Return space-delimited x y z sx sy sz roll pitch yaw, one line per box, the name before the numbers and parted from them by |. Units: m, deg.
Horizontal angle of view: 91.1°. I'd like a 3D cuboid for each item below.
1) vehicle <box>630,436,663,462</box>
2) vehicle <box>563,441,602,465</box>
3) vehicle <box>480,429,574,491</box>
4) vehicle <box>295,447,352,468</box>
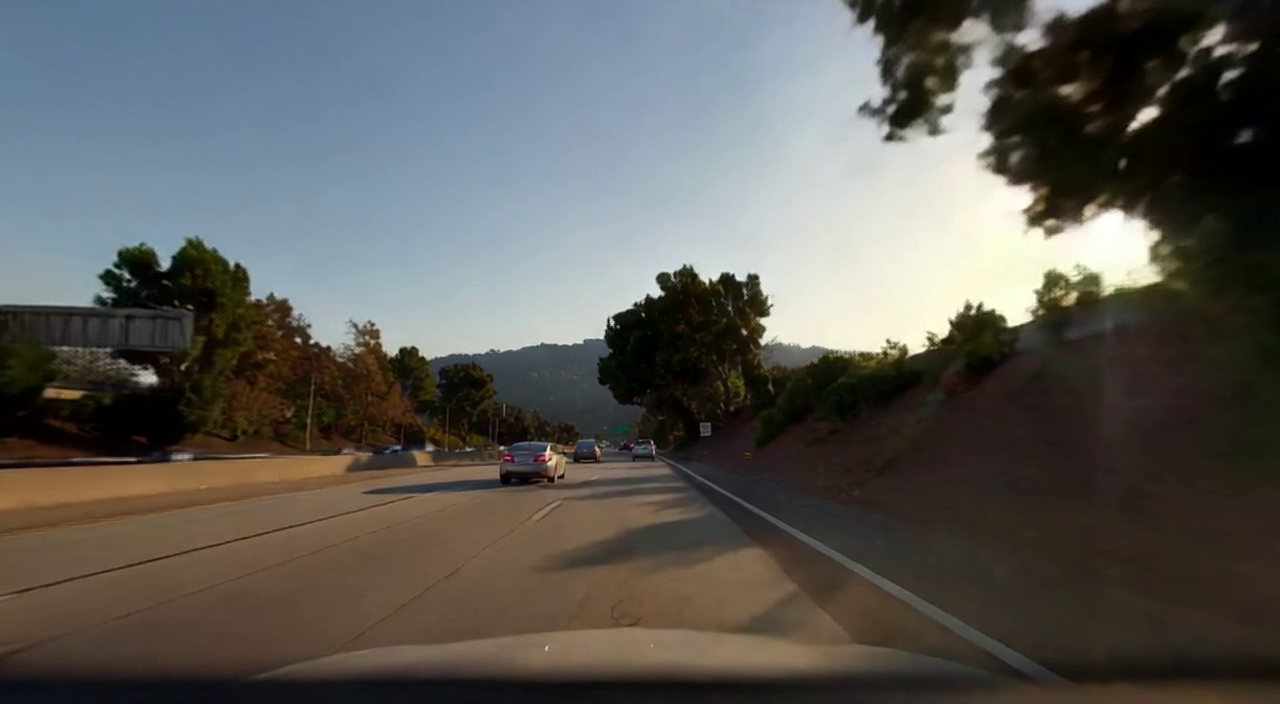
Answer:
vehicle | 0.435 7.137 46.298 2.285 1.797 4.478 0 -8 -1
vehicle | -3.656 6.449 40.311 2.055 1.431 3.921 0 -8 1
vehicle | -3.306 3.256 19.264 2.056 1.679 4.204 0 -8 1
vehicle | -24.762 8.232 49.262 1.938 1.479 4.731 0 -8 1
